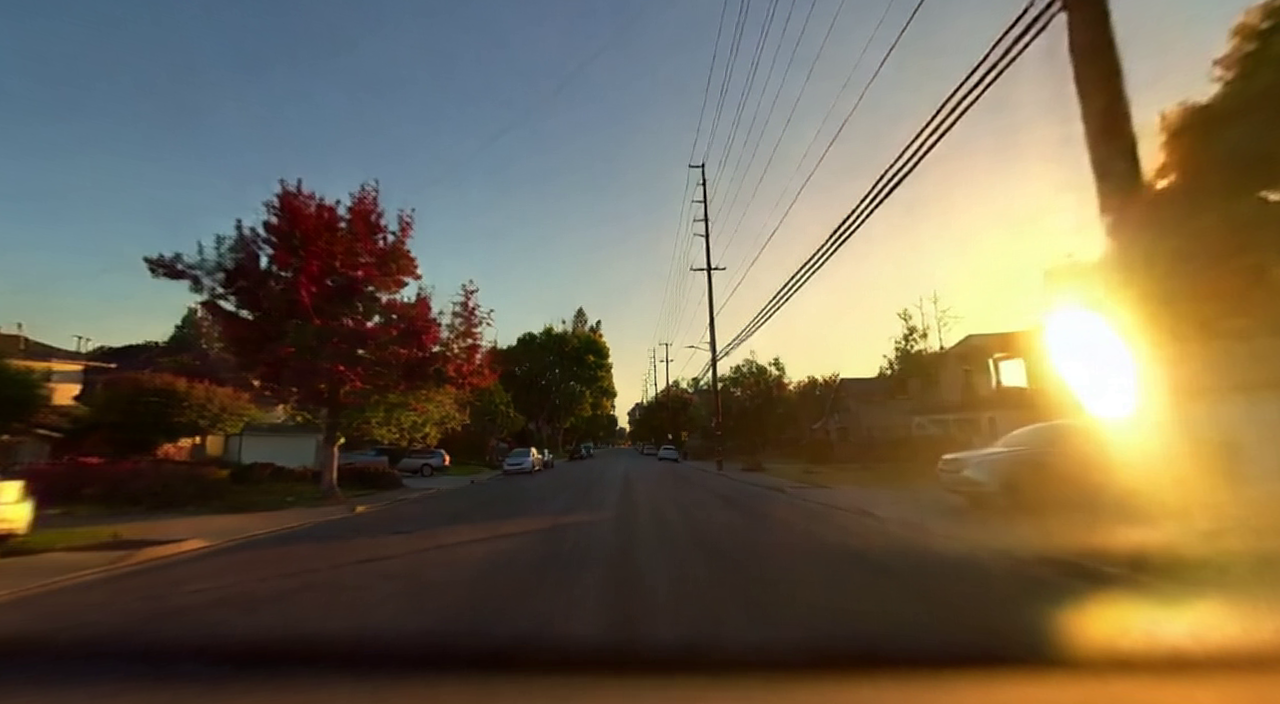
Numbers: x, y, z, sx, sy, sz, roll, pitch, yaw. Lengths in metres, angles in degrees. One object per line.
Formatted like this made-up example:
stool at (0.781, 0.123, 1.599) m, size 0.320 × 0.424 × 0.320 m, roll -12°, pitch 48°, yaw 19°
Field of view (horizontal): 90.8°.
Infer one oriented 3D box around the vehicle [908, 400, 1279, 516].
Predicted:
vehicle at (8.989, 2.091, 12.826) m, size 5.890 × 1.896 × 2.459 m, roll -2°, pitch -7°, yaw 0°

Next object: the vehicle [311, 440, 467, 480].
vehicle at (-12.267, 5.327, 31.356) m, size 6.619 × 1.759 × 2.632 m, roll -1°, pitch -8°, yaw -2°

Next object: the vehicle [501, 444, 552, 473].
vehicle at (-6.626, 6.285, 37.572) m, size 2.208 × 1.491 × 5.089 m, roll 0°, pitch -8°, yaw -1°
